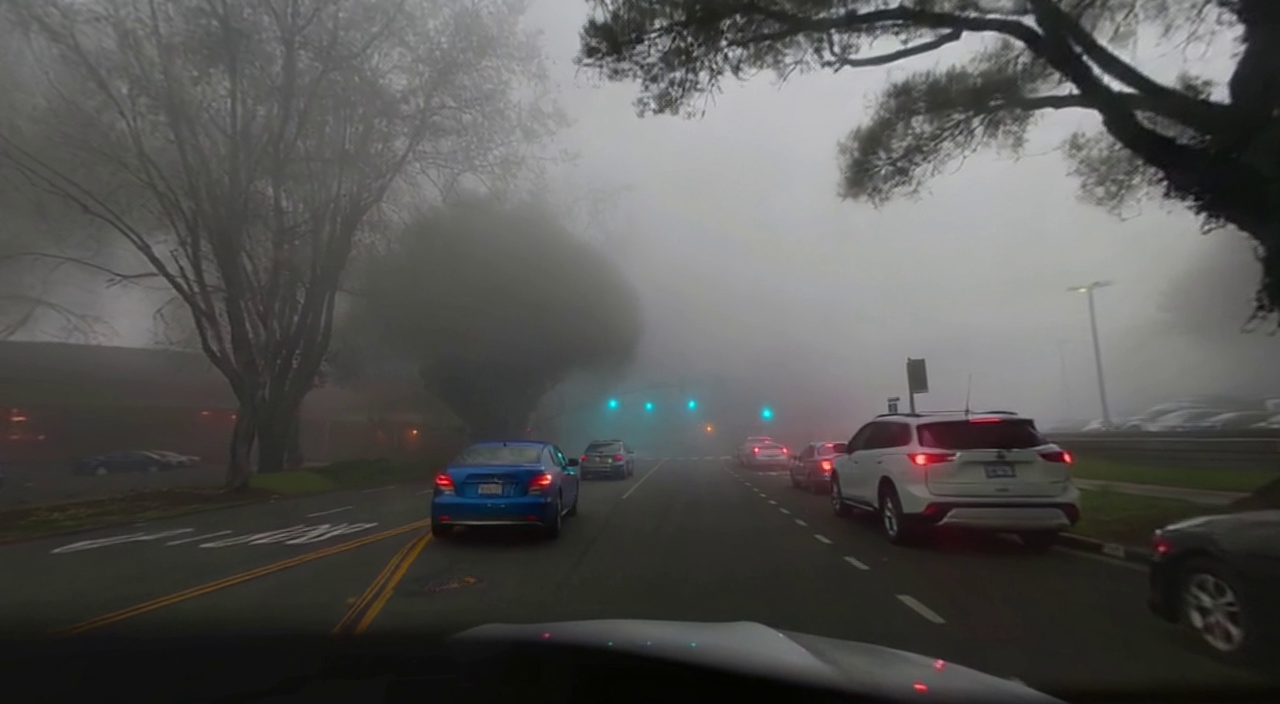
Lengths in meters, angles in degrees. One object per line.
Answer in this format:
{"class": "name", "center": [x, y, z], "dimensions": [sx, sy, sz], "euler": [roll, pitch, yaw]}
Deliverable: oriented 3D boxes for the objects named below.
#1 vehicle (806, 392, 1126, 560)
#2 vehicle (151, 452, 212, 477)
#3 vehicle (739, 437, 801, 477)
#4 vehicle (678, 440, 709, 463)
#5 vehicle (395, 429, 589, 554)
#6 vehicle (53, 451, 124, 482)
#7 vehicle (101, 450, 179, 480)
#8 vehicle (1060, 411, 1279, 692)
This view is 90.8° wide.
{"class": "vehicle", "center": [4.466, 1.823, 10.118], "dimensions": [2.324, 1.907, 5.634], "euler": [0, -8, 3]}
{"class": "vehicle", "center": [-27.776, 6.775, 38.218], "dimensions": [3.527, 1.390, 1.681], "euler": [-5, -10, 32]}
{"class": "vehicle", "center": [5.345, 4.374, 26.562], "dimensions": [1.910, 1.493, 4.490], "euler": [-1, -8, 4]}
{"class": "vehicle", "center": [3.725, 6.996, 44.533], "dimensions": [2.095, 1.473, 4.301], "euler": [-1, -8, 4]}
{"class": "vehicle", "center": [-1.966, 2.013, 9.853], "dimensions": [1.968, 1.497, 4.286], "euler": [0, -8, 0]}
{"class": "vehicle", "center": [-28.662, 5.900, 32.795], "dimensions": [3.865, 1.499, 1.804], "euler": [-6, -10, 35]}
{"class": "vehicle", "center": [-28.250, 6.332, 35.675], "dimensions": [4.127, 1.583, 1.978], "euler": [-5, -10, 30]}
{"class": "vehicle", "center": [4.337, 0.989, 2.815], "dimensions": [1.904, 1.494, 4.864], "euler": [-1, -8, 5]}
